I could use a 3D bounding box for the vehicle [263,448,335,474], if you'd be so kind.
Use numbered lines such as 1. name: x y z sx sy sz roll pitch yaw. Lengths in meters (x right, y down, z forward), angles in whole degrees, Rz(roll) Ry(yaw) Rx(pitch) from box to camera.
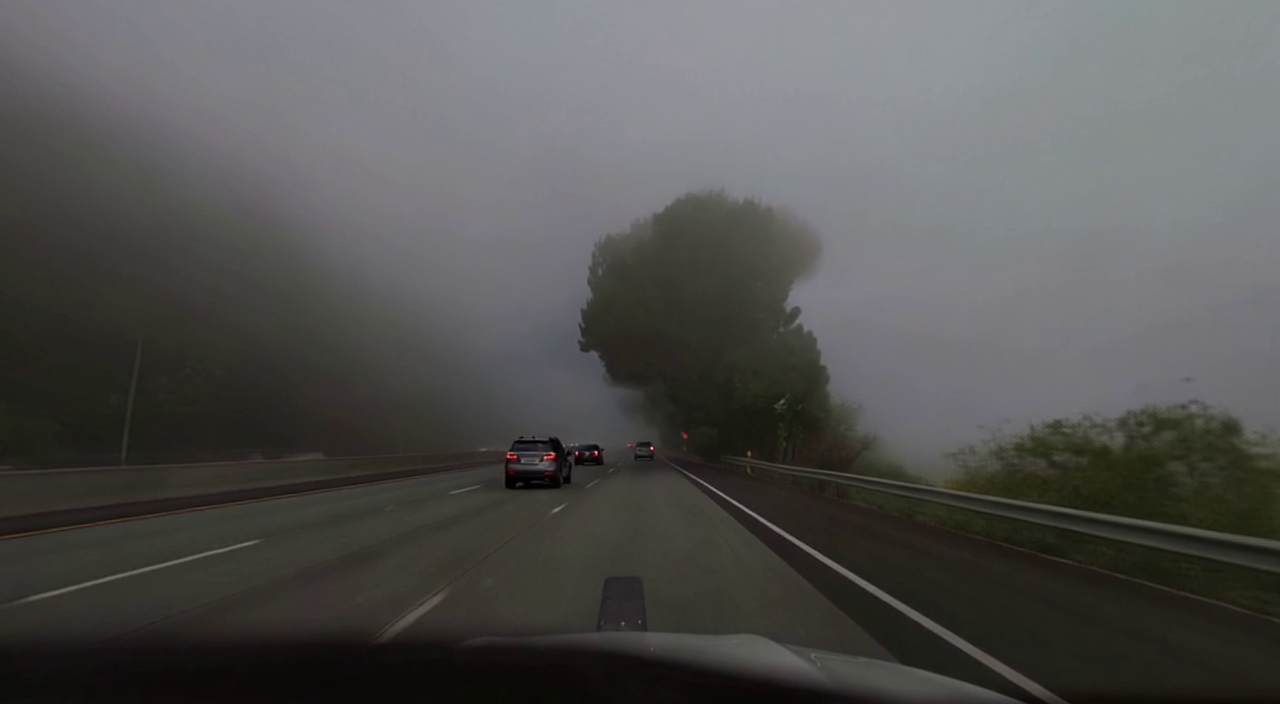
1. vehicle: -20.988 6.708 38.859 1.797 1.472 4.619 0 -8 1

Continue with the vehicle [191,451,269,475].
1. vehicle: -27.604 7.452 42.500 1.872 1.481 4.867 0 -8 2

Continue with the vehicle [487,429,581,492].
1. vehicle: -3.099 3.280 19.306 2.056 1.679 4.204 0 -8 1

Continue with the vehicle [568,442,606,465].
1. vehicle: -3.428 6.668 41.479 2.055 1.431 3.921 0 -8 1

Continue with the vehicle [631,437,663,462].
1. vehicle: 0.499 7.201 46.477 2.285 1.797 4.478 0 -8 0
